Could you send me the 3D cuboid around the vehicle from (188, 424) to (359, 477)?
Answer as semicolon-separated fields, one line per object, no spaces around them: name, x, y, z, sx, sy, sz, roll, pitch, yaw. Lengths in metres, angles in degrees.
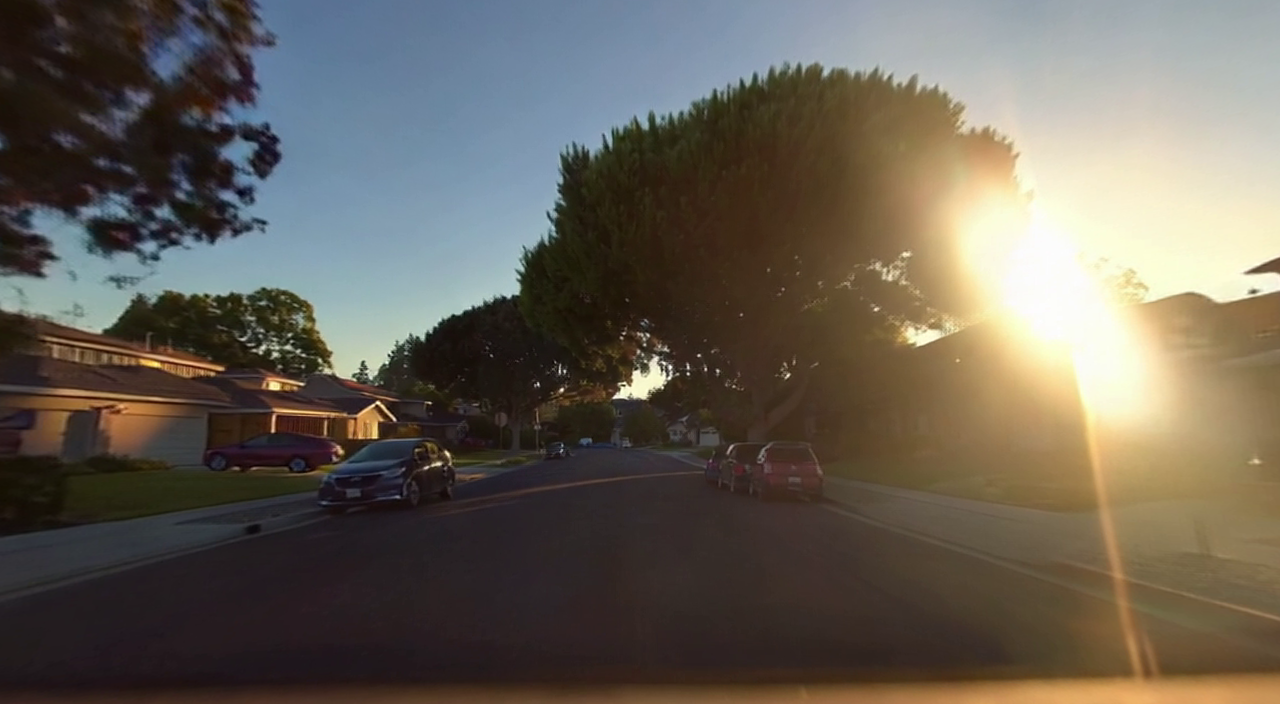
vehicle;-13.568;3.673;23.639;5.024;1.903;2.102;0;-9;1

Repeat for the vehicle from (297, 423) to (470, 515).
vehicle;-6.363;2.996;16.664;2.322;1.949;5.695;-1;-9;-2

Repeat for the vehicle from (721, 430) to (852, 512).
vehicle;3.453;2.908;15.898;2.033;1.730;4.554;0;-9;-2
